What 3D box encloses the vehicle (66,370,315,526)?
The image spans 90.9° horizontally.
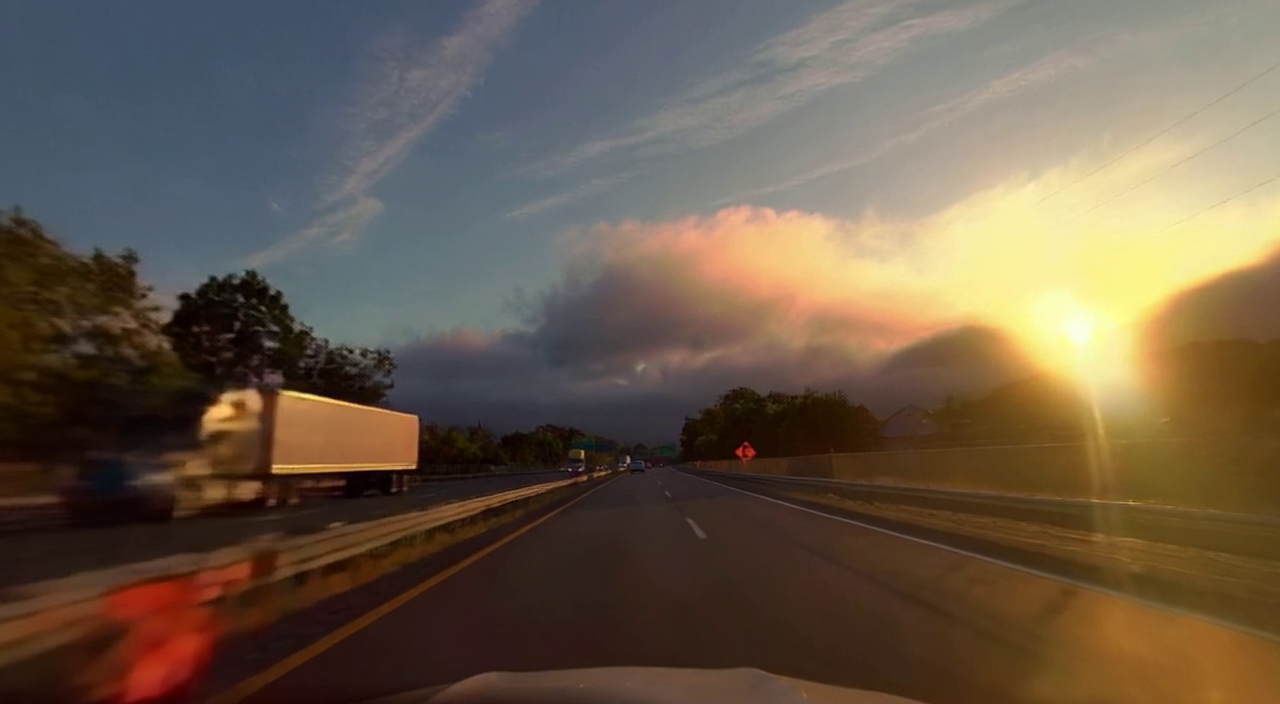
[{"bbox_3d":[-13.179,2.996,19.351,2.963,3.991,5.854,1,-10,0],"label":"vehicle"}]
